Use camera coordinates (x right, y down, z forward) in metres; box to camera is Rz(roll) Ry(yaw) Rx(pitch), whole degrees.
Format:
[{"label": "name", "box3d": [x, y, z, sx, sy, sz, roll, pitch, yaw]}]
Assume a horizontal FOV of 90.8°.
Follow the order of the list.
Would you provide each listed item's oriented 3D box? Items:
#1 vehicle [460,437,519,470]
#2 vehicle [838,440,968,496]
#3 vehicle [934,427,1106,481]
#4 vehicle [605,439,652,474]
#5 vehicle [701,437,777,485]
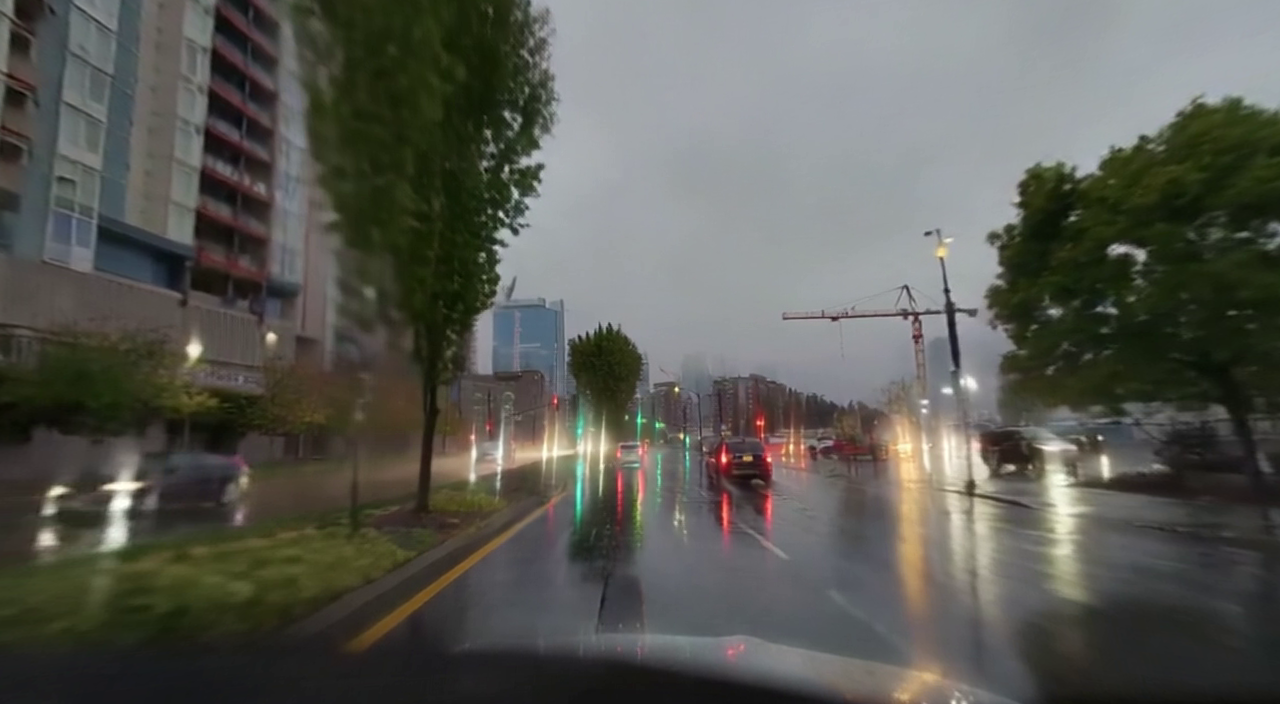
[{"label": "vehicle", "box3d": [-8.140, 5.533, 34.635, 2.072, 1.623, 4.564, 0, -8, 0]}, {"label": "vehicle", "box3d": [7.559, 3.362, 18.738, 1.883, 1.452, 4.598, 0, -9, 0]}, {"label": "vehicle", "box3d": [13.041, 3.528, 21.912, 4.622, 1.761, 1.986, 0, -9, 0]}, {"label": "vehicle", "box3d": [-0.490, 4.755, 28.873, 2.006, 1.487, 3.535, 0, -9, 0]}, {"label": "vehicle", "box3d": [3.288, 3.719, 21.849, 1.910, 1.474, 4.003, 0, -9, -1]}]
